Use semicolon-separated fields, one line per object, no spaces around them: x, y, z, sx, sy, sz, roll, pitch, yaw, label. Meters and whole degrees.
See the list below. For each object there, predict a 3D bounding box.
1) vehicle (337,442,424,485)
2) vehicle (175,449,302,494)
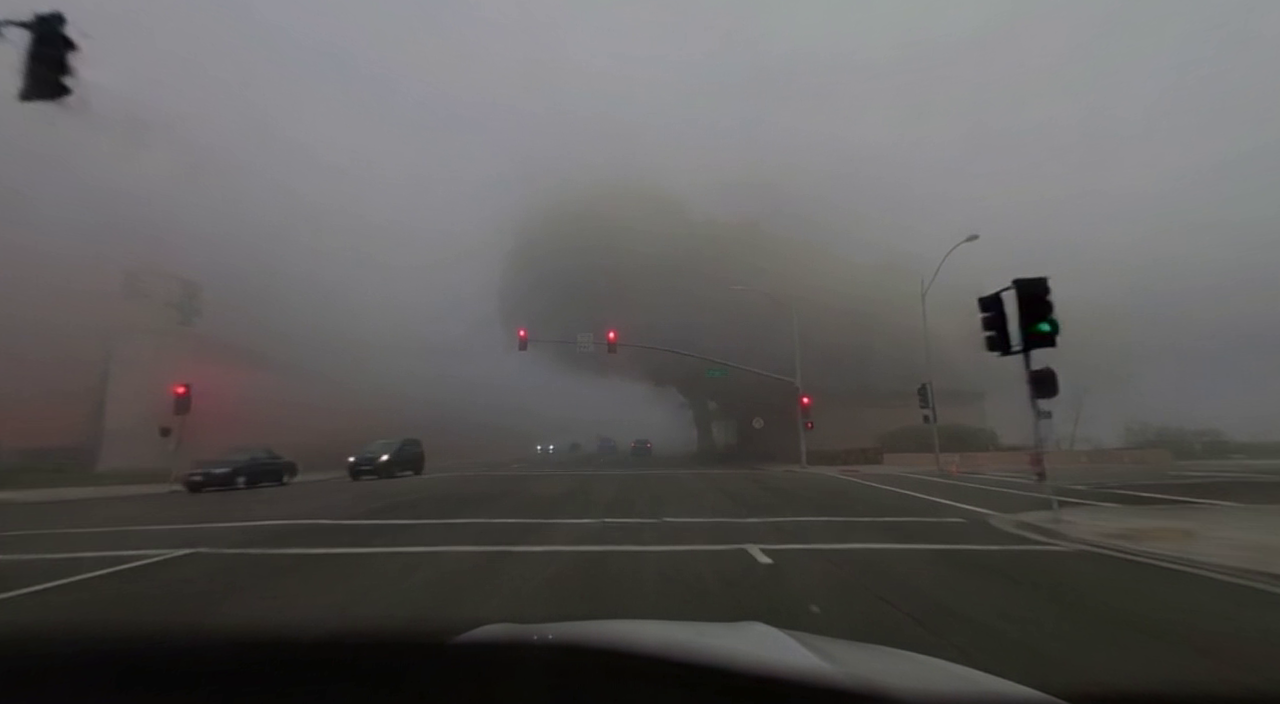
-11.038;4.746;27.241;1.893;1.654;4.127;-1;-9;2;vehicle
-14.739;4.365;23.515;1.847;1.453;4.286;0;-9;1;vehicle
